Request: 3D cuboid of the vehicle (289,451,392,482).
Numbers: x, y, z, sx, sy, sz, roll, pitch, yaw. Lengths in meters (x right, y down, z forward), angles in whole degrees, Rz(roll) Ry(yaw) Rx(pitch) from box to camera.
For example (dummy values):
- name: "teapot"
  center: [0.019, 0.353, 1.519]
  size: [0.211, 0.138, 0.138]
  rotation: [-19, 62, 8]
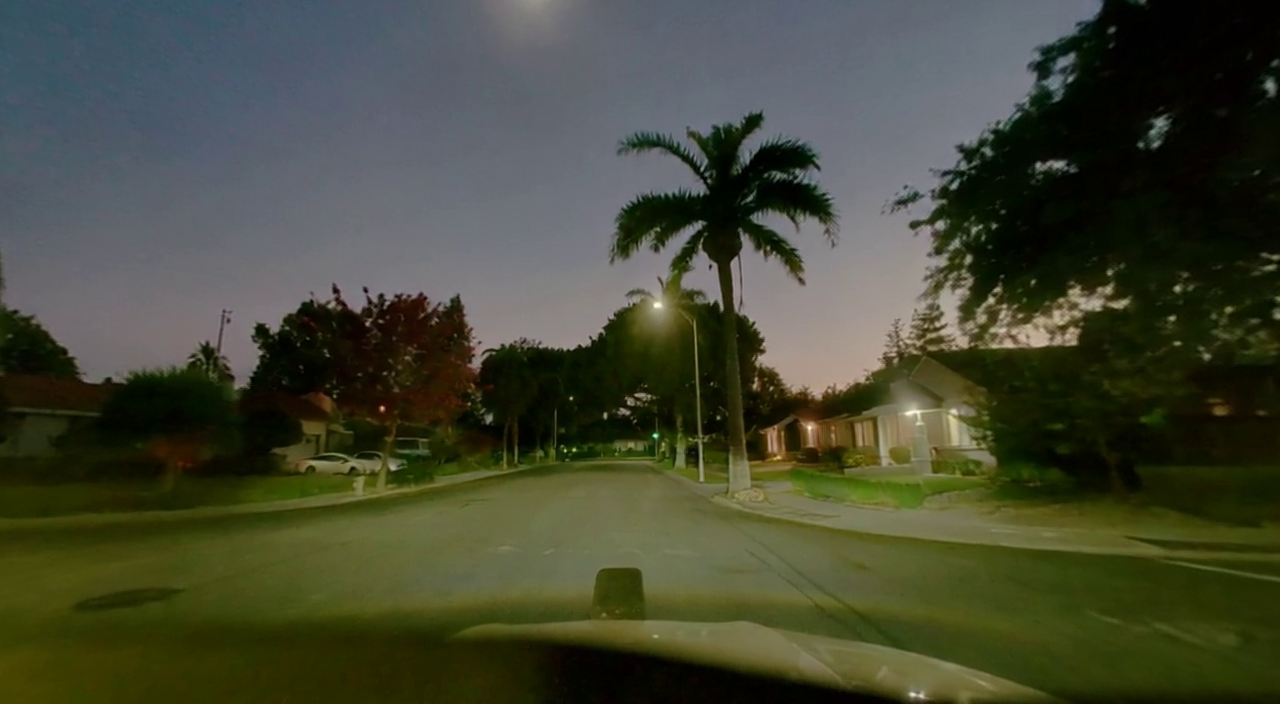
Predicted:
- name: "vehicle"
  center: [-15.757, 6.036, 33.431]
  size: [4.358, 1.516, 2.077]
  rotation: [1, -9, -4]
